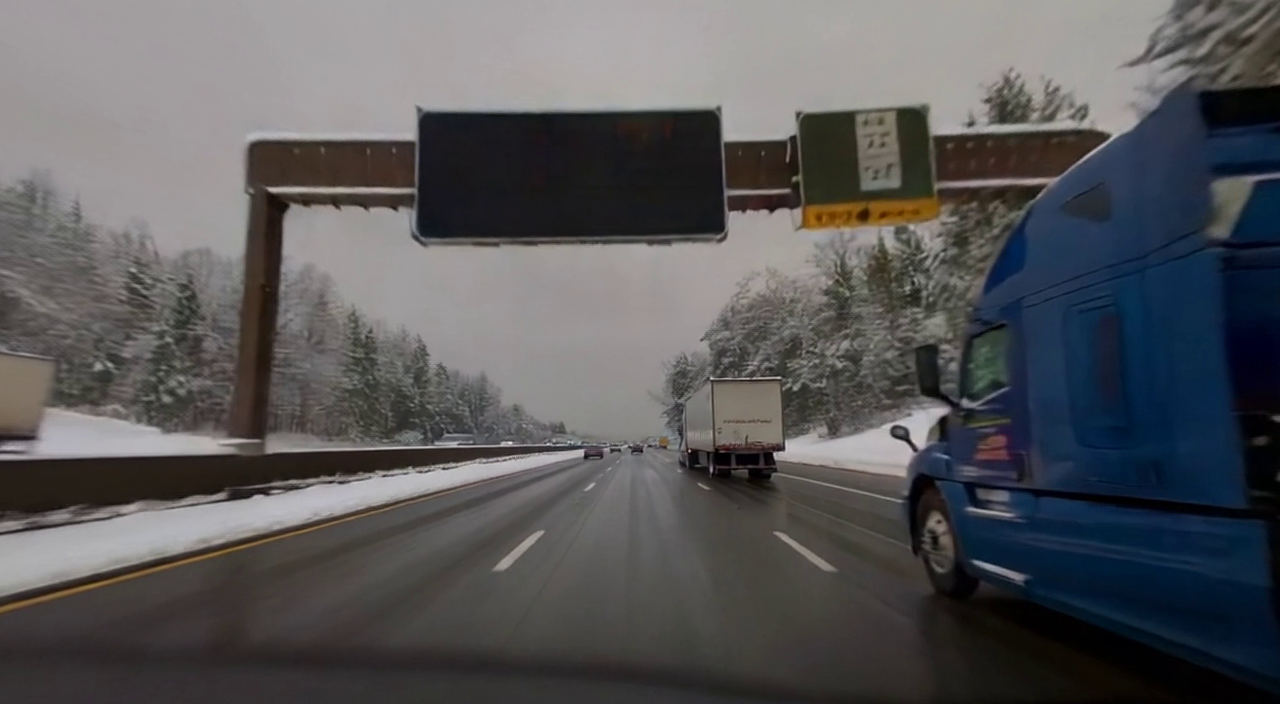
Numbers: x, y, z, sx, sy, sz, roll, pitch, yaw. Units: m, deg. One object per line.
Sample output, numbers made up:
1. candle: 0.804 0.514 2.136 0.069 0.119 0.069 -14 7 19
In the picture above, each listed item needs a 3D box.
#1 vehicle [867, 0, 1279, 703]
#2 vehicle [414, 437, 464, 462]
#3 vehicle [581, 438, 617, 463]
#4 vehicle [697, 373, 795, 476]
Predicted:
1. vehicle: 3.694 -0.408 3.566 2.937 4.134 4.689 -1 -7 1
2. vehicle: -12.484 6.083 39.294 1.834 1.441 3.603 -1 -8 1
3. vehicle: -2.865 6.966 44.705 2.206 1.644 4.027 -1 -8 1
4. vehicle: 4.556 3.413 29.264 3.085 4.062 8.965 0 -7 1
